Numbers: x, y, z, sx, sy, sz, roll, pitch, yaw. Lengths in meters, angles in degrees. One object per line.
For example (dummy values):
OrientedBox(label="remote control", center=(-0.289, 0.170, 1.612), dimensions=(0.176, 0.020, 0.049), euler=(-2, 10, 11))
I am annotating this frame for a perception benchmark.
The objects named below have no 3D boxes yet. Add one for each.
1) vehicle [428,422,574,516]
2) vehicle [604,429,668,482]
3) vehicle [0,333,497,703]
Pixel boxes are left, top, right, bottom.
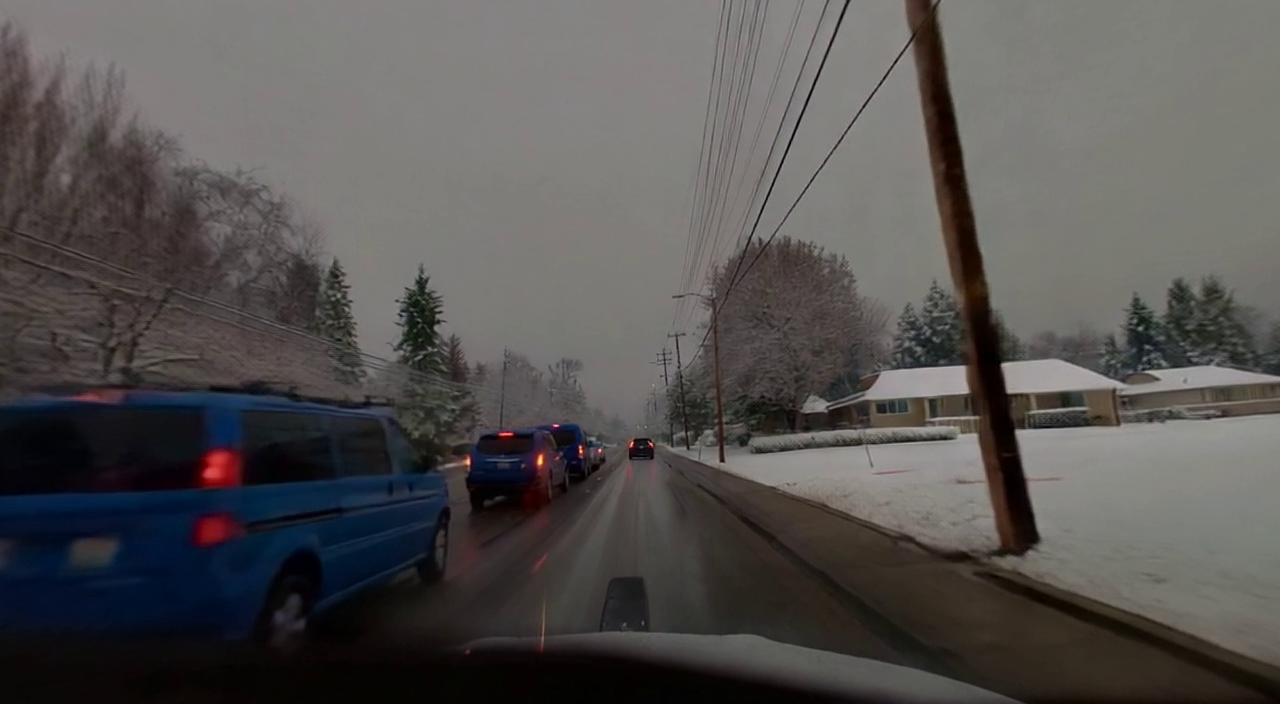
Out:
OrientedBox(label="vehicle", center=(-2.808, 2.496, 13.886), dimensions=(2.105, 1.709, 4.251), euler=(-1, -9, 2))
OrientedBox(label="vehicle", center=(-0.143, 3.700, 22.728), dimensions=(2.120, 1.718, 3.909), euler=(0, -9, 0))
OrientedBox(label="vehicle", center=(-2.653, 1.126, 4.538), dimensions=(2.157, 1.765, 4.303), euler=(-1, -9, 1))
